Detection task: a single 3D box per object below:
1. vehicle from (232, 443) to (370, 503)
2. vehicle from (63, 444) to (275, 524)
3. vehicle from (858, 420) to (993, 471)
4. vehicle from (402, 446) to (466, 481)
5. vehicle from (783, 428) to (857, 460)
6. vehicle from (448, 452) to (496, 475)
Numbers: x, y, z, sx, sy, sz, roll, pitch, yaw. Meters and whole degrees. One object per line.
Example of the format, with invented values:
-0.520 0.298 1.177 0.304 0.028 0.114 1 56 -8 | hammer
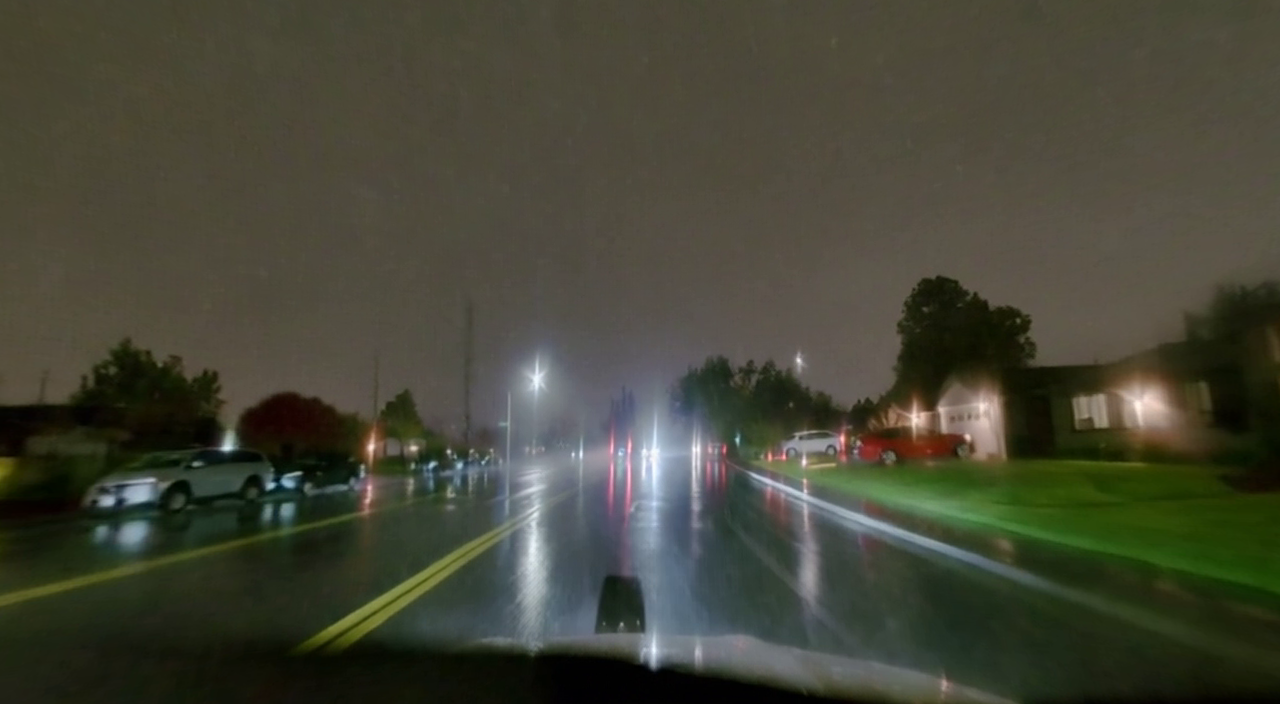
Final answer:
-13.556 4.793 25.820 2.114 1.931 5.936 -6 -8 3 | vehicle
-13.923 3.863 19.287 2.157 1.882 5.479 -4 -8 2 | vehicle
11.332 3.727 25.317 4.383 1.602 1.920 -5 -8 2 | vehicle
-12.587 6.801 38.856 2.009 1.789 4.449 -6 -9 6 | vehicle
12.658 6.493 44.651 4.463 1.765 1.960 -5 -8 1 | vehicle
-11.765 7.826 44.519 1.695 1.423 4.371 -5 -9 7 | vehicle
